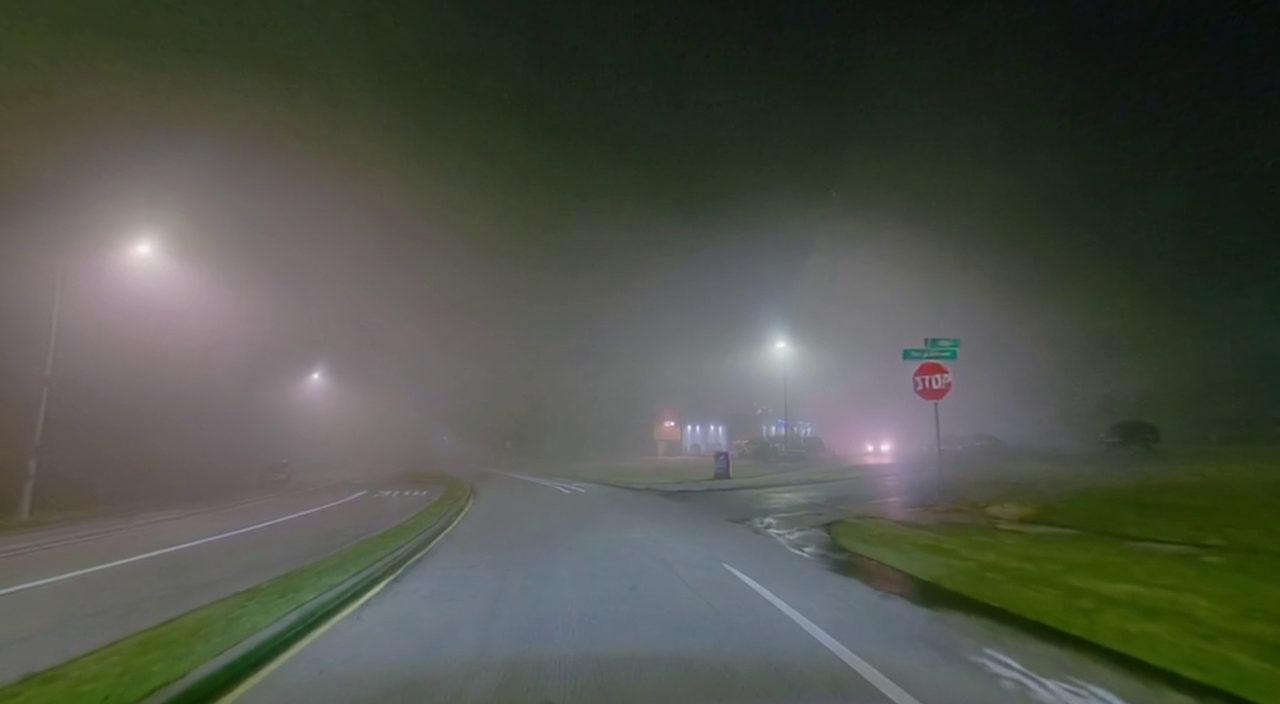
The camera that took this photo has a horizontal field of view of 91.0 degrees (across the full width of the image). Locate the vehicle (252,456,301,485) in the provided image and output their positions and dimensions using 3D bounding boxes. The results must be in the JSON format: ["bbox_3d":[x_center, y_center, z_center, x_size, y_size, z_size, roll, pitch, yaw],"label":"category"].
[{"bbox_3d":[-23.504,7.718,40.847,1.952,1.632,4.200,1,-11,-19],"label":"vehicle"}]
